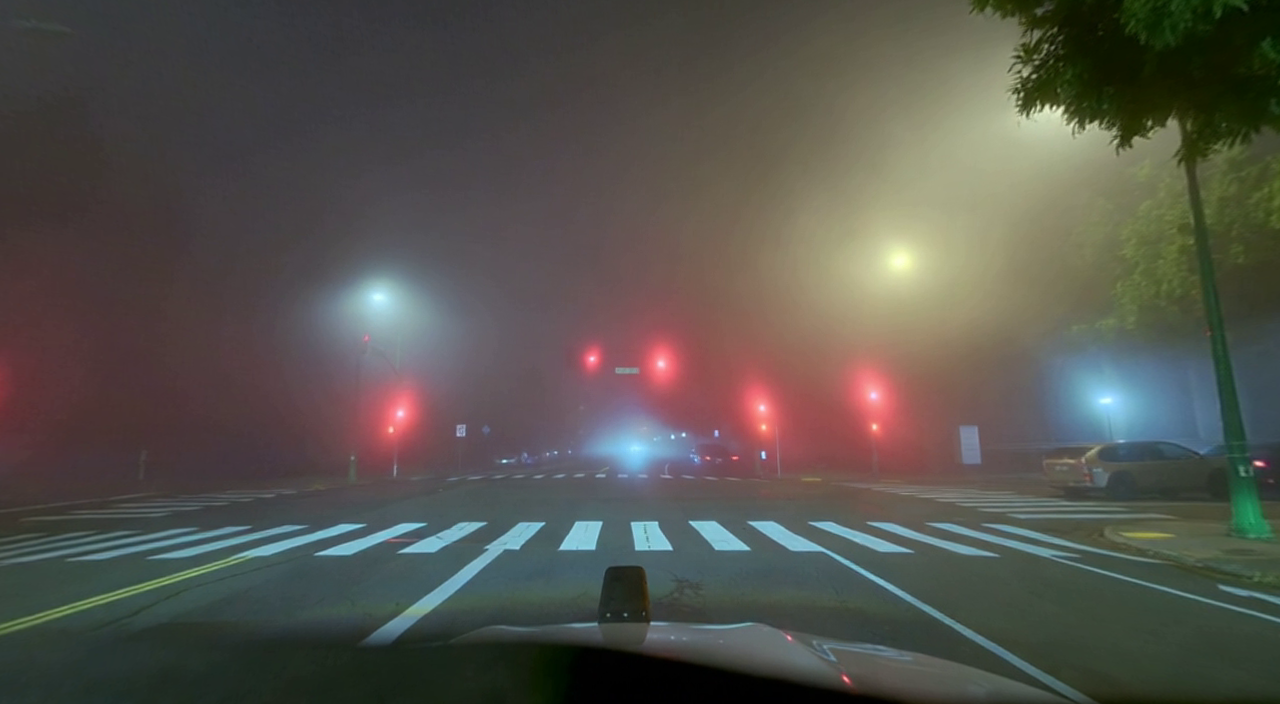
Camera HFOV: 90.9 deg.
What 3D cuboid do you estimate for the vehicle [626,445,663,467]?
[{"bbox_3d":[0.291,7.672,46.767,1.972,1.522,4.368,1,-9,-10],"label":"vehicle"}]

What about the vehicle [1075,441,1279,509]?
[{"bbox_3d":[12.993,2.795,14.570,4.424,1.436,1.804,0,-8,5],"label":"vehicle"}]
